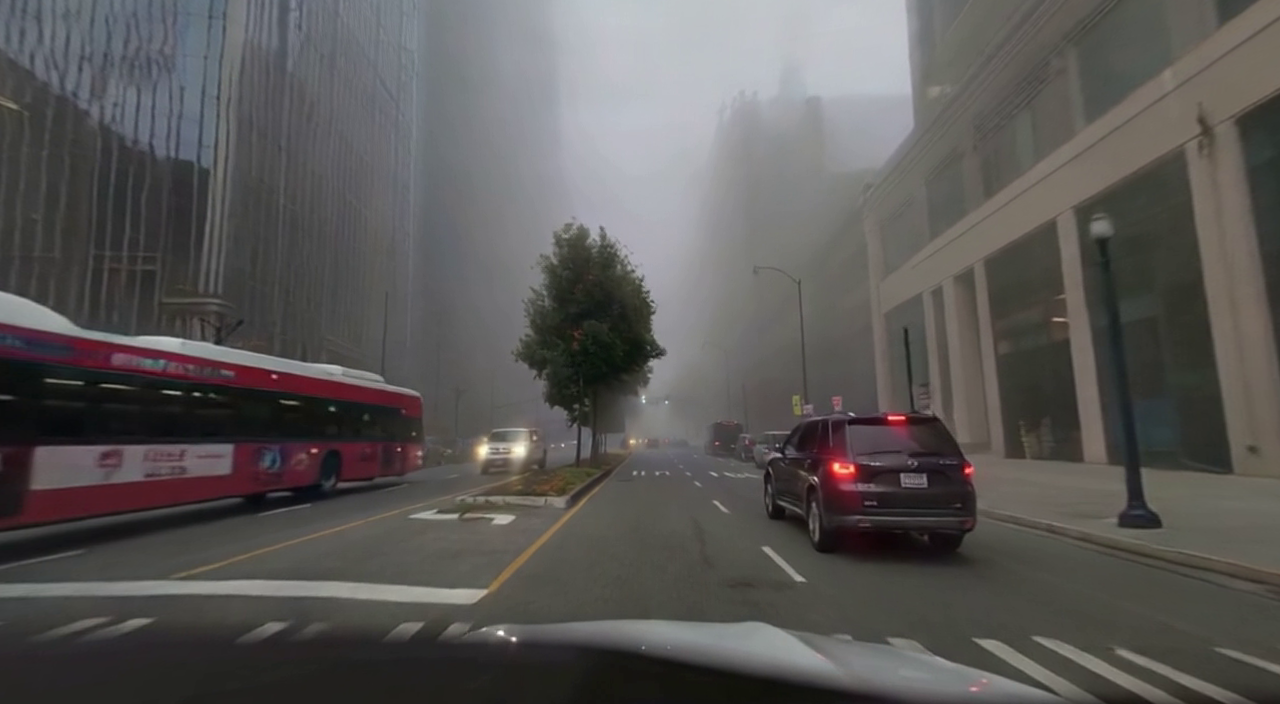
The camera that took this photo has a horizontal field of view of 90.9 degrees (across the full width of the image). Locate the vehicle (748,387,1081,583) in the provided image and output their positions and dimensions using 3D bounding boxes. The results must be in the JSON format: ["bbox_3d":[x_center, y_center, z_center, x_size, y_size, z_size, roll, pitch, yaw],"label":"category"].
[{"bbox_3d":[3.066,1.648,8.741,2.118,1.848,5.426,0,-8,-1],"label":"vehicle"}]

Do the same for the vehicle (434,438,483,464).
[{"bbox_3d":[-11.791,6.458,41.300,1.937,1.642,4.591,0,-8,-2],"label":"vehicle"}]

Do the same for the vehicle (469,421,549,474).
[{"bbox_3d":[-5.031,3.770,25.002,2.030,1.881,4.994,0,-8,1],"label":"vehicle"}]

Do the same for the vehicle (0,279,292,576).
[{"bbox_3d":[-8.973,0.946,7.796,3.318,3.359,10.406,0,-8,1],"label":"vehicle"}]
